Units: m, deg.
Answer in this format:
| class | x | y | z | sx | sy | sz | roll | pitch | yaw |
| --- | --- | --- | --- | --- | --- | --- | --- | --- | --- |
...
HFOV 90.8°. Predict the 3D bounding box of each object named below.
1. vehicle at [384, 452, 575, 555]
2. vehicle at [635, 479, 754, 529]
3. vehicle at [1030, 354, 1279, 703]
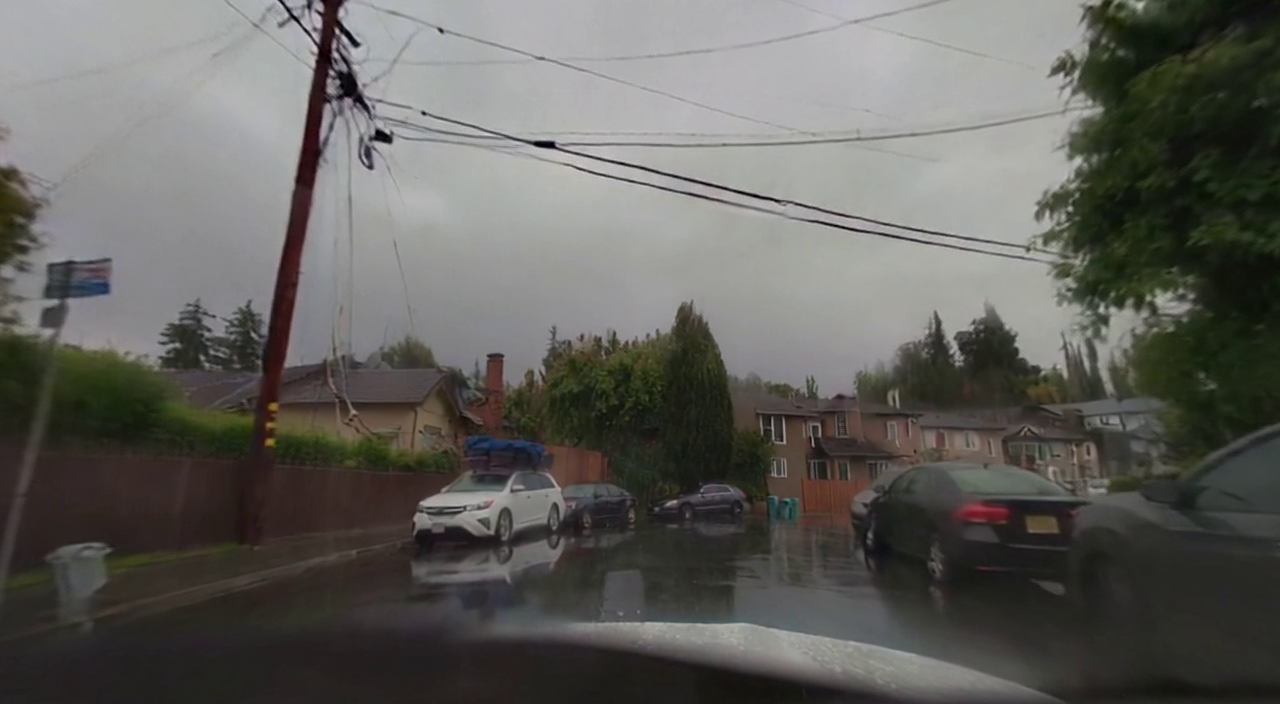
| class | x | y | z | sx | sy | sz | roll | pitch | yaw |
| --- | --- | --- | --- | --- | --- | --- | --- | --- | --- |
| vehicle | -3.165 | 3.211 | 13.835 | 2.247 | 1.702 | 5.043 | -5 | -12 | 8 |
| vehicle | 2.144 | 5.790 | 24.418 | 4.217 | 1.547 | 2.082 | 6 | -10 | -35 |
| vehicle | 3.930 | 0.908 | 2.449 | 1.899 | 1.877 | 4.668 | 1 | -7 | 1 |
